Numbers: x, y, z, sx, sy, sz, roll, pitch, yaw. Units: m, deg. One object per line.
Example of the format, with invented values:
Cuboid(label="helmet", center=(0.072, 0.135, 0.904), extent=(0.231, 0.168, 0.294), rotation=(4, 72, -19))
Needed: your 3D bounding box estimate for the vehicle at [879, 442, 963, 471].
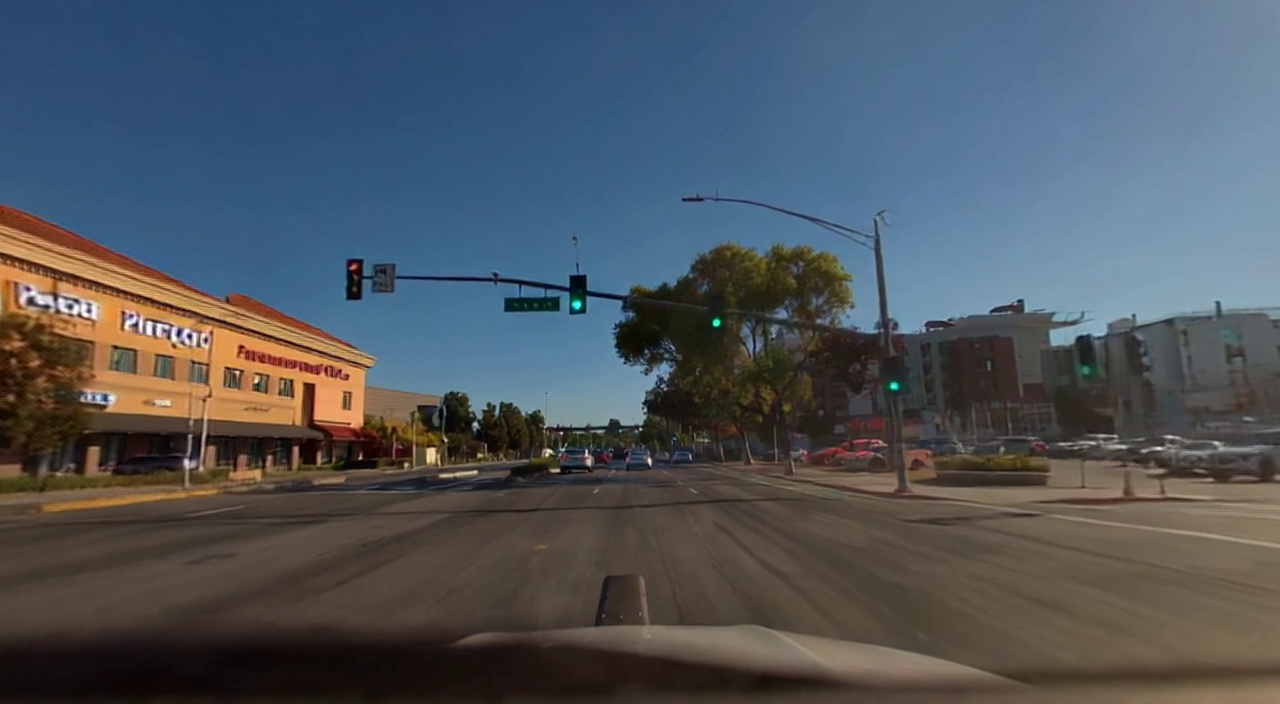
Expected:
Cuboid(label="vehicle", center=(16.250, 5.993, 36.520), extent=(4.673, 1.555, 2.010), rotation=(5, -10, -30))

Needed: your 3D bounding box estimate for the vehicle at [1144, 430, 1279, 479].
Cuboid(label="vehicle", center=(20.869, 3.601, 22.374), extent=(1.967, 1.540, 4.966), rotation=(0, -9, 1))

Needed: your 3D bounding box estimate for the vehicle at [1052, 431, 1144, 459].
Cuboid(label="vehicle", center=(29.609, 6.087, 41.085), extent=(2.053, 1.559, 5.138), rotation=(-2, -10, -1))

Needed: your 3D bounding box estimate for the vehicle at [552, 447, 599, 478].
Cuboid(label="vehicle", center=(-3.466, 6.044, 34.900), extent=(2.035, 1.564, 4.702), rotation=(0, -9, 1))

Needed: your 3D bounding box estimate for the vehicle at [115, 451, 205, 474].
Cuboid(label="vehicle", center=(-33.610, 7.728, 44.282), extent=(4.544, 1.515, 2.218), rotation=(-1, -9, 3))

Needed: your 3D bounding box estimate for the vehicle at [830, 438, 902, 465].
Cuboid(label="vehicle", center=(16.535, 7.262, 46.207), extent=(5.004, 1.893, 2.228), rotation=(5, -11, -33))
